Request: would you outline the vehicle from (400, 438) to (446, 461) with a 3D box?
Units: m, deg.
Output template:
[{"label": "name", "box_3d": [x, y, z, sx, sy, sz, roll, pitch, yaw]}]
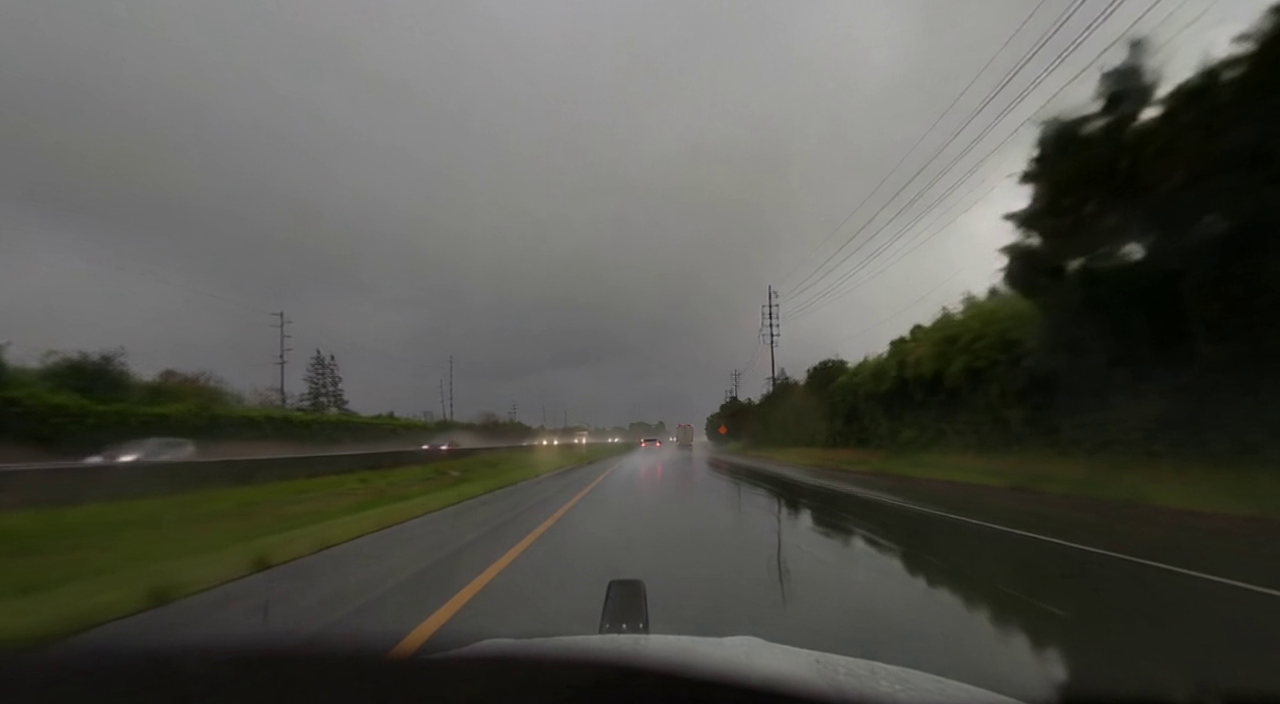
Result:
[{"label": "vehicle", "box_3d": [-16.033, 7.211, 46.764, 1.846, 1.545, 3.972, -1, -8, 2]}]

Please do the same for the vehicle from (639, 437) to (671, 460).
[{"label": "vehicle", "box_3d": [1.075, 6.927, 45.262, 2.192, 1.556, 4.132, -1, -8, 2]}]

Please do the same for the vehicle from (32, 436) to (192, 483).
[{"label": "vehicle", "box_3d": [-20.467, 4.163, 24.830, 2.087, 1.611, 4.808, -1, -8, 1]}]
